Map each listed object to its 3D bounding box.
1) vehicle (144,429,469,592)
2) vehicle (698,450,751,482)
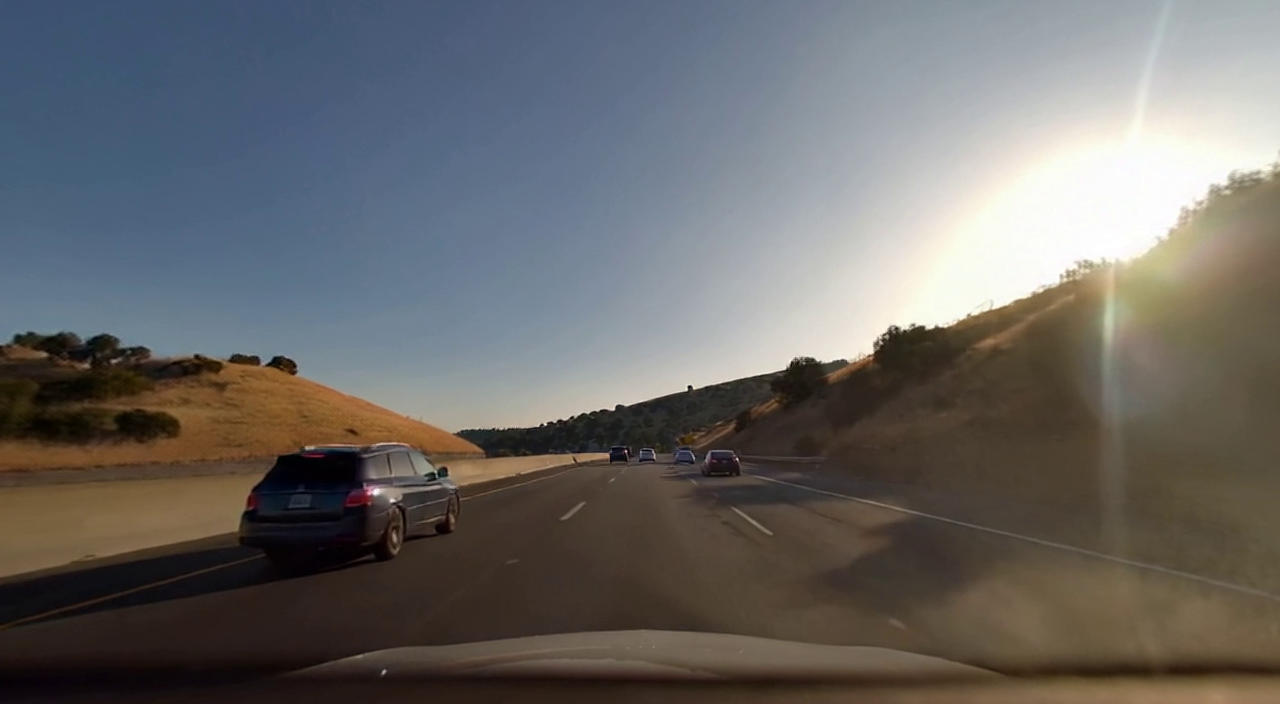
[{"bbox_3d":[-3.714,1.795,8.014,1.910,1.521,3.930,0,-8,1],"label":"vehicle"},{"bbox_3d":[3.933,5.357,29.942,1.976,1.352,3.602,0,-8,-1],"label":"vehicle"}]
